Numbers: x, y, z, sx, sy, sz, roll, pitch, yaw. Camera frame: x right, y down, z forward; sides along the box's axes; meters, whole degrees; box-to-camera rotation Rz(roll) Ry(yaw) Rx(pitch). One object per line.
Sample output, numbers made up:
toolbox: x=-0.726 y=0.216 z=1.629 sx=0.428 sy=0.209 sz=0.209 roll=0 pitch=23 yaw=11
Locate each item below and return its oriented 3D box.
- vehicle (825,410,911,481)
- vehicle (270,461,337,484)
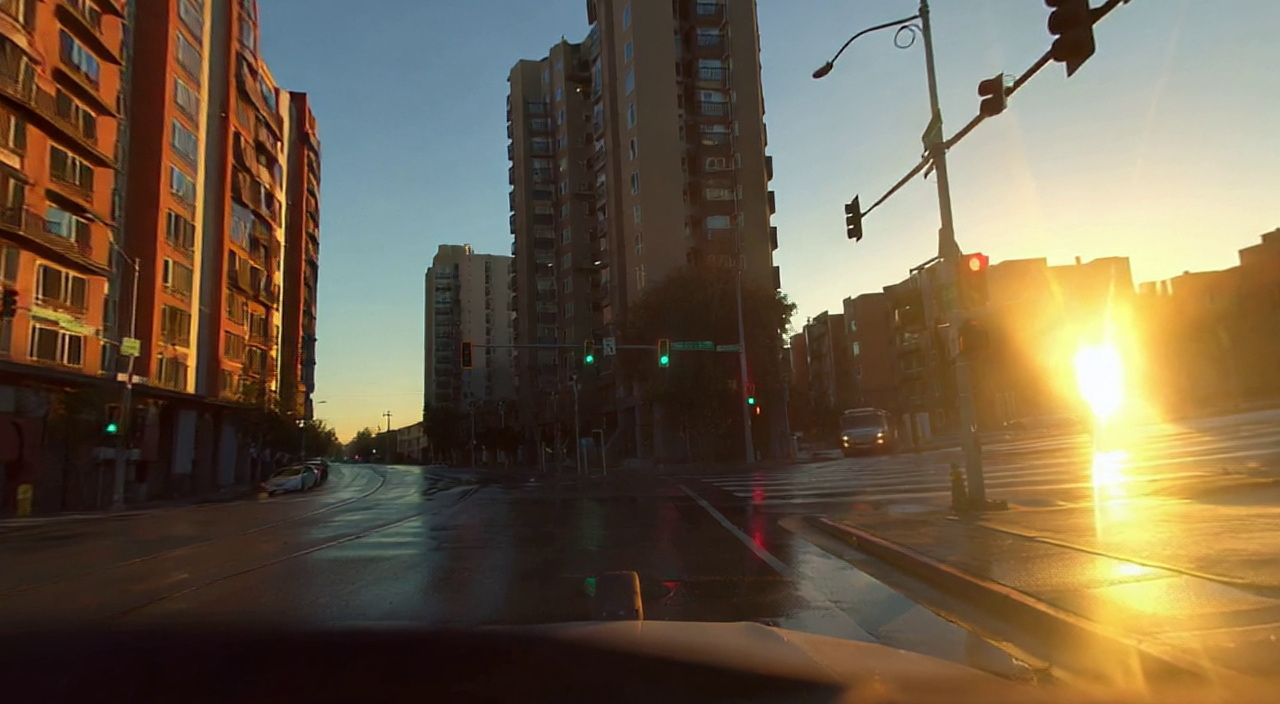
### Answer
vehicle: x=11.433 y=4.625 z=31.073 sx=2.948 sy=3.071 sz=7.295 roll=-4 pitch=-10 yaw=27
vehicle: x=-24.677 y=8.824 z=46.283 sx=3.882 sy=1.600 sz=1.768 roll=0 pitch=-9 yaw=2
